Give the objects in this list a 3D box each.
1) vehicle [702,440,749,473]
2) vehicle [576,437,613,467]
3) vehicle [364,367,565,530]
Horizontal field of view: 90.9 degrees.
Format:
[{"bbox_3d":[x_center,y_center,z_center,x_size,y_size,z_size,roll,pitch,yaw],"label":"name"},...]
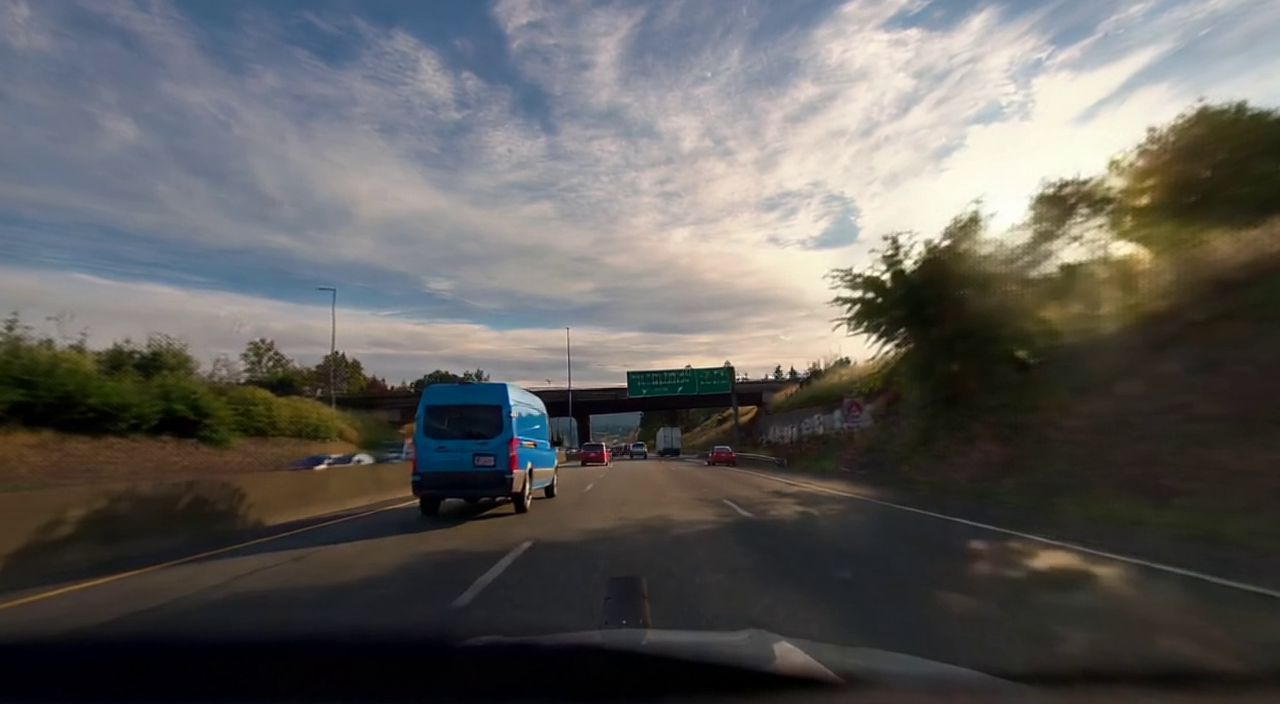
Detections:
[{"bbox_3d":[4.648,5.788,34.963,1.936,1.664,4.198,0,-9,-1],"label":"vehicle"},{"bbox_3d":[-3.218,7.237,45.747,2.334,2.051,4.900,0,-9,0],"label":"vehicle"},{"bbox_3d":[-3.181,2.002,13.154,2.451,2.627,5.868,0,-9,0],"label":"vehicle"}]
